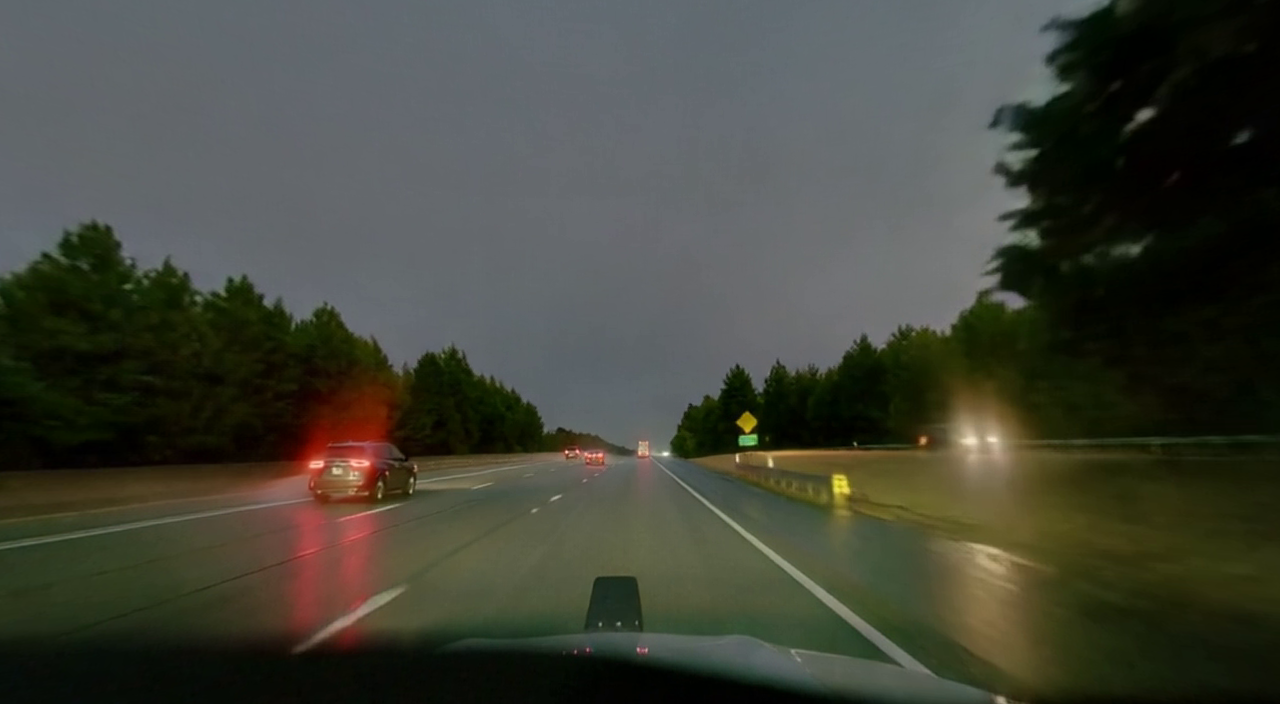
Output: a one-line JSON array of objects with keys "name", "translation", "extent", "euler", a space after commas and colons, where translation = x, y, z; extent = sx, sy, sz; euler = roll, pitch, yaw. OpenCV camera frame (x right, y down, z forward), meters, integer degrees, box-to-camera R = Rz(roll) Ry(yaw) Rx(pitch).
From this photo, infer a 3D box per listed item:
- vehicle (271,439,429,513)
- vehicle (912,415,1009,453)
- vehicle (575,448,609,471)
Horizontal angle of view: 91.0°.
[{"name": "vehicle", "translation": [-7.168, 3.089, 16.149], "extent": [2.007, 1.616, 4.141], "euler": [0, -9, 1]}, {"name": "vehicle", "translation": [13.854, 3.648, 27.577], "extent": [1.875, 1.529, 4.740], "euler": [0, -9, 2]}, {"name": "vehicle", "translation": [-3.503, 7.979, 46.941], "extent": [2.104, 1.558, 4.639], "euler": [0, -9, 0]}]
